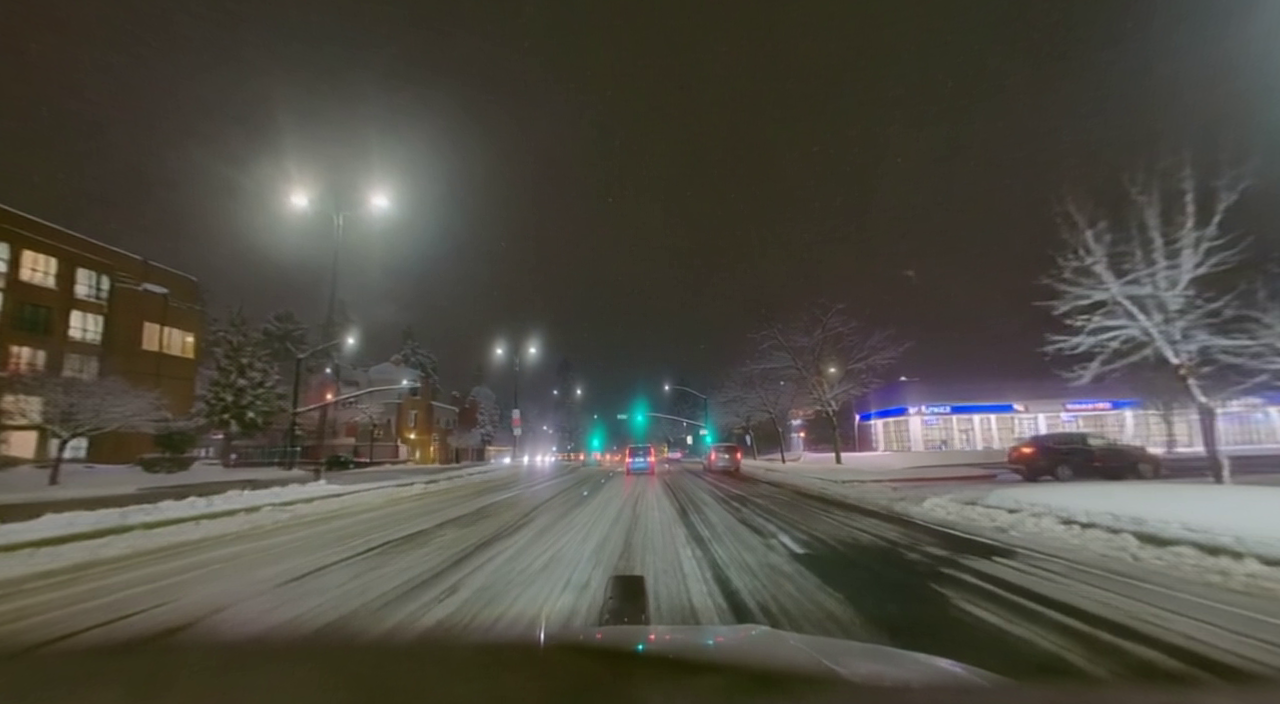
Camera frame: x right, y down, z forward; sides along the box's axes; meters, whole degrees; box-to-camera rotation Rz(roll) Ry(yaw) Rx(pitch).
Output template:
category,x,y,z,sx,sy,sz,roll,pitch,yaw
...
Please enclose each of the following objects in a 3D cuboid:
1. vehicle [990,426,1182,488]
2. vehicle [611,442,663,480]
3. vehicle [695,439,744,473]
category,x,y,z,sx,sy,sz,roll,pitch,yaw
vehicle,14.640,3.454,20.904,4.775,1.728,1.996,-2,-9,-1
vehicle,-0.120,4.687,27.415,2.059,1.477,3.988,0,-9,0
vehicle,4.197,5.559,33.893,2.007,1.683,4.171,0,-9,-2
